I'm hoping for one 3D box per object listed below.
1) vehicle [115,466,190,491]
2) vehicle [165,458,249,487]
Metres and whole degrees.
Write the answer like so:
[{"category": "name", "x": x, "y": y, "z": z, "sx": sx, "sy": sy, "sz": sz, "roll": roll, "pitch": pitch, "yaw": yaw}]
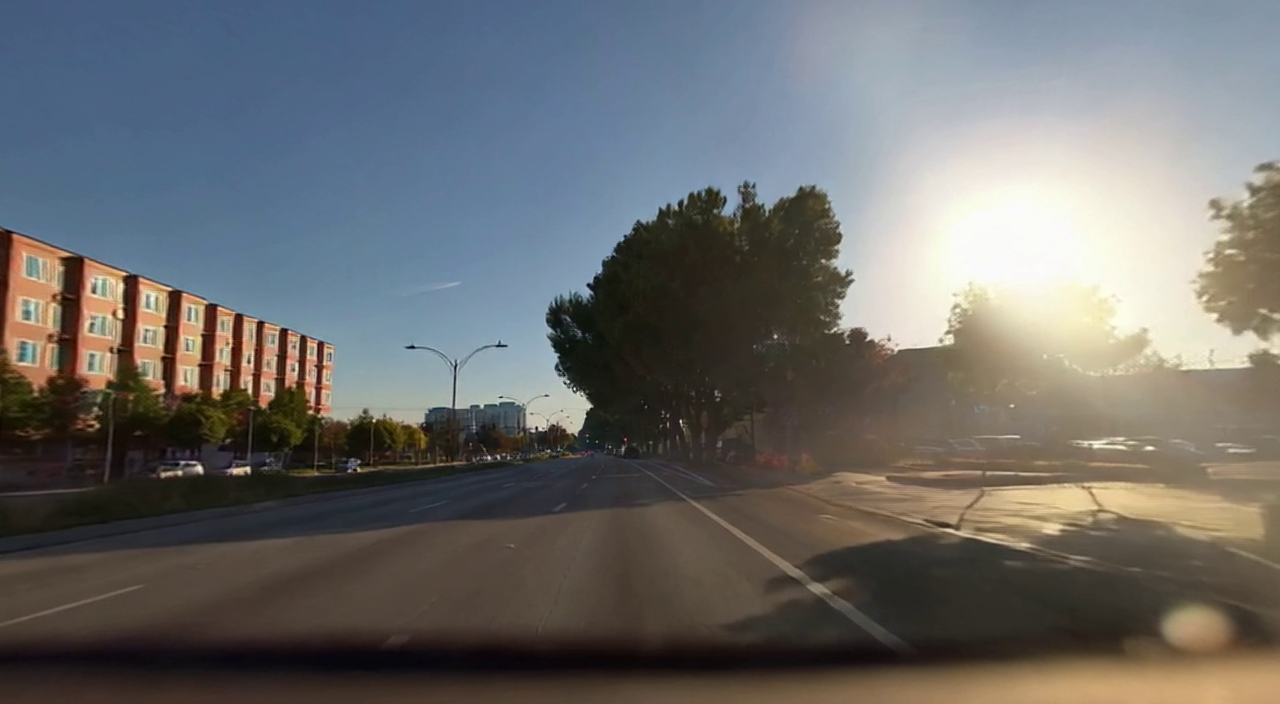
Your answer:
[{"category": "vehicle", "x": -33.758, "y": 8.743, "z": 43.882, "sx": 1.868, "sy": 1.467, "sz": 4.423, "roll": 0, "pitch": -9, "yaw": -3}, {"category": "vehicle", "x": -33.920, "y": 9.402, "z": 49.827, "sx": 2.483, "sy": 2.000, "sz": 6.110, "roll": 0, "pitch": -9, "yaw": -3}]
